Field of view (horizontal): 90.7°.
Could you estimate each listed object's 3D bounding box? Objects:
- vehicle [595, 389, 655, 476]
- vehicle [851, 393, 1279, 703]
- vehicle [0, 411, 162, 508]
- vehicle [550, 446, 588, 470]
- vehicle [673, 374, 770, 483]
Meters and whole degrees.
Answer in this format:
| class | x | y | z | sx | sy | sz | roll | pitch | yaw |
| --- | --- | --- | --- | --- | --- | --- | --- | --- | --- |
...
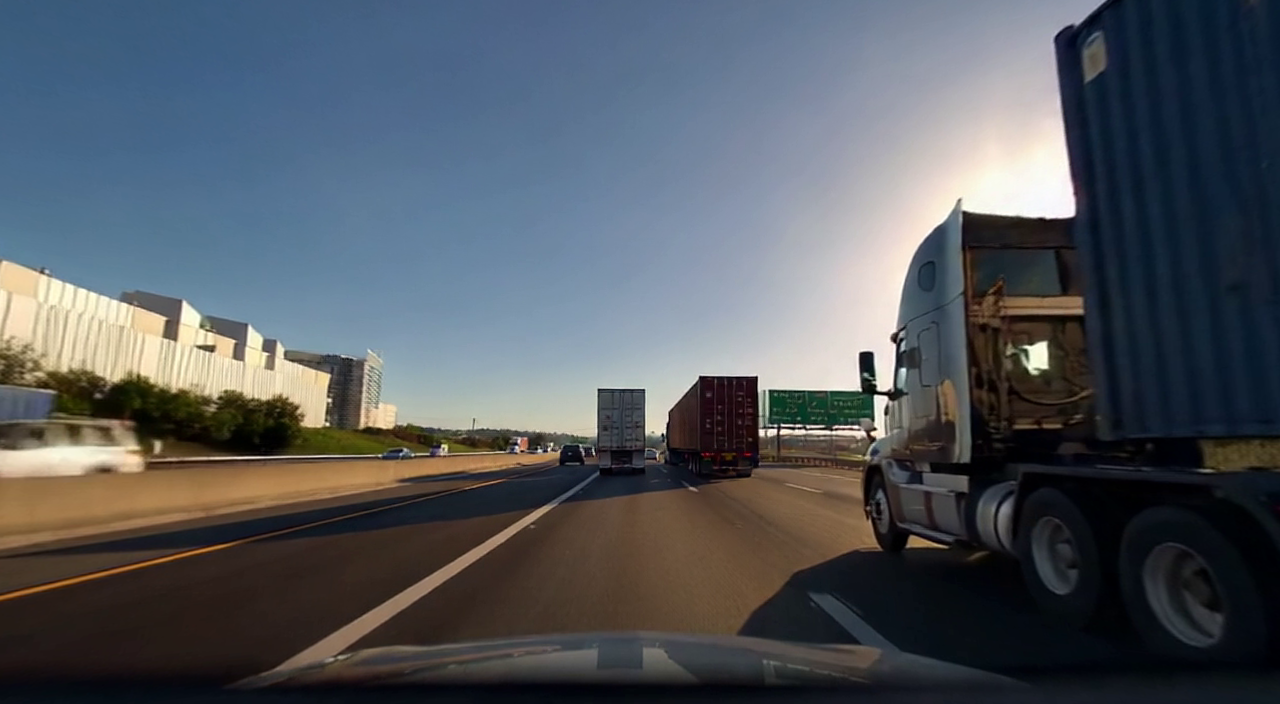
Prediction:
| class | x | y | z | sx | sy | sz | roll | pitch | yaw |
| --- | --- | --- | --- | --- | --- | --- | --- | --- | --- |
| vehicle | -0.824 | 4.692 | 35.965 | 2.841 | 4.071 | 12.046 | 0 | -8 | -1 |
| vehicle | 3.149 | 1.169 | 4.057 | 2.073 | 1.474 | 4.320 | 0 | -9 | 0 |
| vehicle | -12.917 | 2.149 | 12.705 | 2.179 | 1.779 | 5.632 | 0 | -9 | 0 |
| vehicle | -4.721 | 7.134 | 42.875 | 2.138 | 1.478 | 4.641 | 0 | -9 | -1 |
| vehicle | 3.392 | 3.826 | 30.324 | 2.803 | 4.072 | 12.744 | 0 | -9 | -1 |
